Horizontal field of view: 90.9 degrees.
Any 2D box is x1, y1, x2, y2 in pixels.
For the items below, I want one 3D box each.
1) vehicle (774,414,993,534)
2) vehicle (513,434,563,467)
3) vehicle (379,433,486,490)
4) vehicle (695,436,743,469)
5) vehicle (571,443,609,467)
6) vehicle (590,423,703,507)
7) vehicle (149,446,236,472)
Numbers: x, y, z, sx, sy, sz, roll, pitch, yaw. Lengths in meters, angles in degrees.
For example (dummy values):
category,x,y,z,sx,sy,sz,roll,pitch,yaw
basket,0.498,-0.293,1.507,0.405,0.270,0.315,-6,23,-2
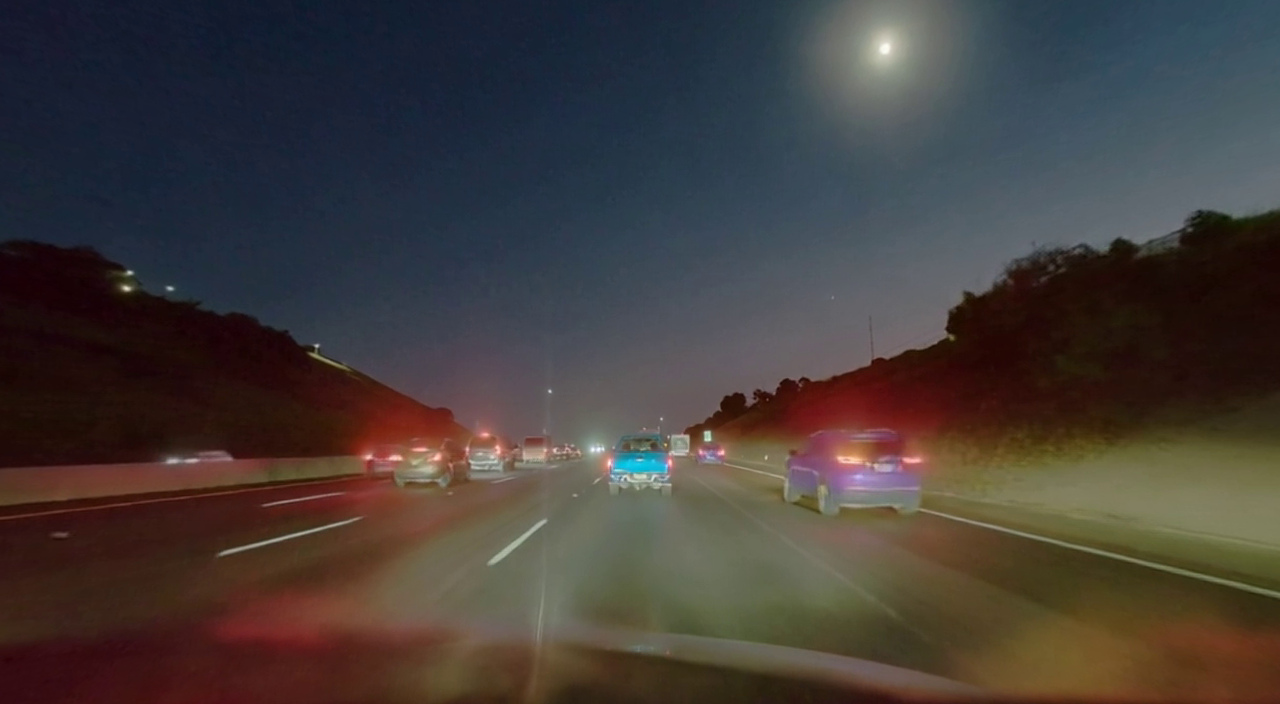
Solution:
category,x,y,z,sx,sy,sz,roll,pitch,yaw
vehicle,4.014,2.115,11.473,2.092,1.723,4.629,0,-9,0
vehicle,-6.463,6.352,40.735,2.294,1.982,5.040,0,-9,1
vehicle,-6.787,3.631,21.228,2.024,1.706,4.462,0,-9,1
vehicle,4.757,6.167,38.953,2.204,1.852,5.845,0,-9,0
vehicle,-3.147,6.573,40.427,2.108,1.442,4.143,0,-9,0
vehicle,0.154,2.785,15.930,2.447,1.804,4.273,0,-9,0
vehicle,-28.330,6.775,40.153,1.944,1.510,4.728,0,-9,2
